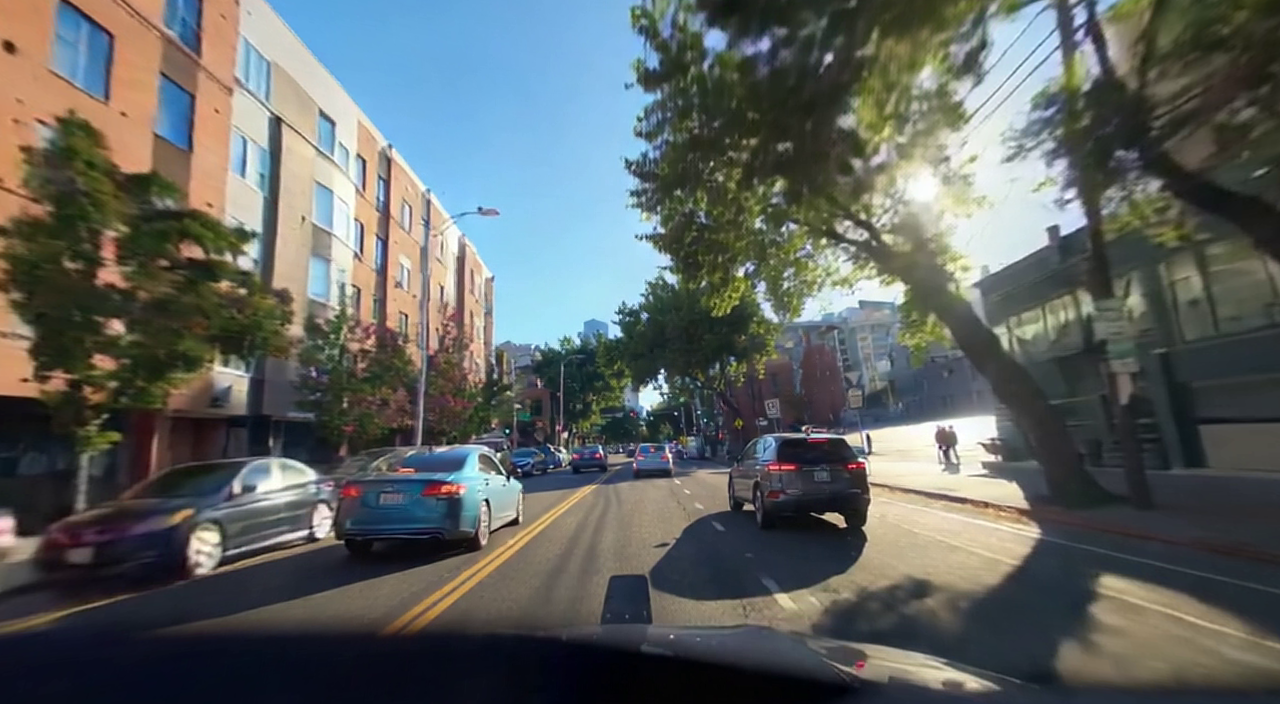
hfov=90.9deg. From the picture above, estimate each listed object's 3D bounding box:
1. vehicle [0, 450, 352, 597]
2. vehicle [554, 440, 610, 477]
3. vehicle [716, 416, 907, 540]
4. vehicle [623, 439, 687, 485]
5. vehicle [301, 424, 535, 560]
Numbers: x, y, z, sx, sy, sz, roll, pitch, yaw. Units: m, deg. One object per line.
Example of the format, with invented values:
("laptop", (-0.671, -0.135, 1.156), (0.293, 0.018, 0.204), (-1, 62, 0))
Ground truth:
("vehicle", (-5.727, 2.018, 8.315), (1.920, 1.387, 4.056), (-1, -8, 0))
("vehicle", (-2.551, 4.853, 28.927), (2.019, 1.507, 4.643), (-1, -8, 2))
("vehicle", (2.683, 2.104, 11.116), (2.094, 1.709, 4.394), (-1, -8, 0))
("vehicle", (0.510, 3.988, 23.182), (2.139, 1.466, 4.373), (-1, -8, 0))
("vehicle", (-3.031, 2.000, 9.692), (2.085, 1.619, 3.976), (-1, -8, 1))
